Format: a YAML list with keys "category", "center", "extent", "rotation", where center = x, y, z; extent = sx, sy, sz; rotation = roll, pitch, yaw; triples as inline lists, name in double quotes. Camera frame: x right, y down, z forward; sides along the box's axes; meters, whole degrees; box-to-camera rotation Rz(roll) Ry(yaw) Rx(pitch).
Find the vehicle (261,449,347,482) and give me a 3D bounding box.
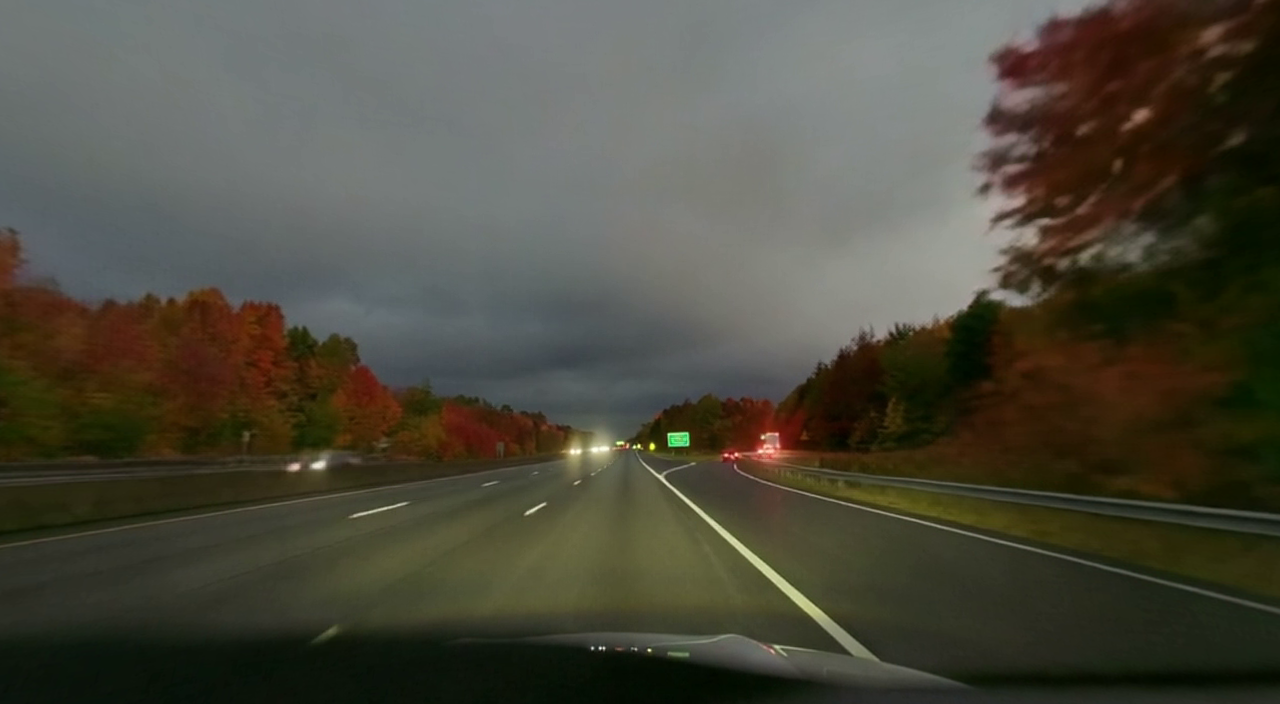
- category: "vehicle"
  center: [-16.591, 5.613, 31.212]
  extent: [1.865, 1.502, 4.230]
  rotation: [-1, -9, 1]
